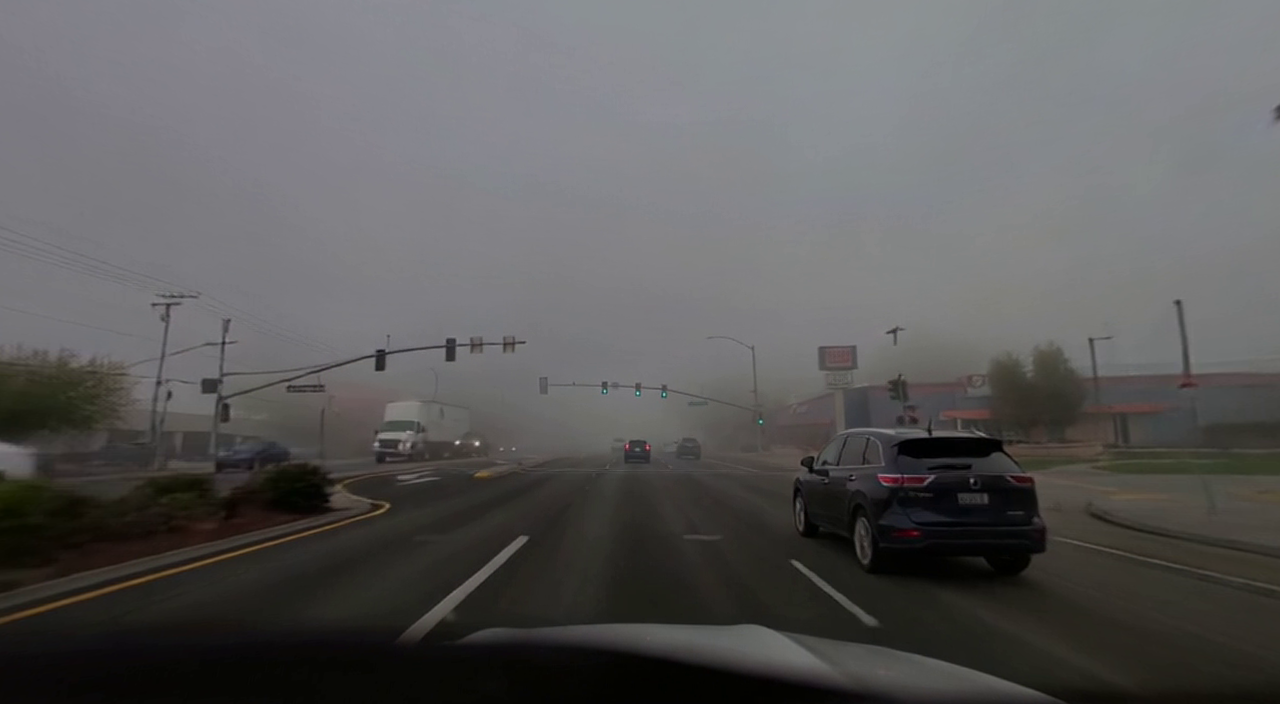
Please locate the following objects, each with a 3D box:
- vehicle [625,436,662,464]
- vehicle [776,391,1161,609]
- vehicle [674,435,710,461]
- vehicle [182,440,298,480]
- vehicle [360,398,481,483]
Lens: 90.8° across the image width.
[{"bbox_3d":[0.150,5.822,37.604,2.023,1.532,3.891,0,-8,-2],"label":"vehicle"},{"bbox_3d":[3.057,1.478,7.208,1.969,1.682,4.387,0,-8,-1],"label":"vehicle"},{"bbox_3d":[3.538,6.619,43.604,2.085,1.668,4.077,0,-8,-1],"label":"vehicle"},{"bbox_3d":[-17.754,4.792,28.436,1.946,1.606,5.136,0,-8,-1],"label":"vehicle"},{"bbox_3d":[-7.374,3.098,22.081,2.334,2.525,5.893,0,-8,-3],"label":"vehicle"}]
